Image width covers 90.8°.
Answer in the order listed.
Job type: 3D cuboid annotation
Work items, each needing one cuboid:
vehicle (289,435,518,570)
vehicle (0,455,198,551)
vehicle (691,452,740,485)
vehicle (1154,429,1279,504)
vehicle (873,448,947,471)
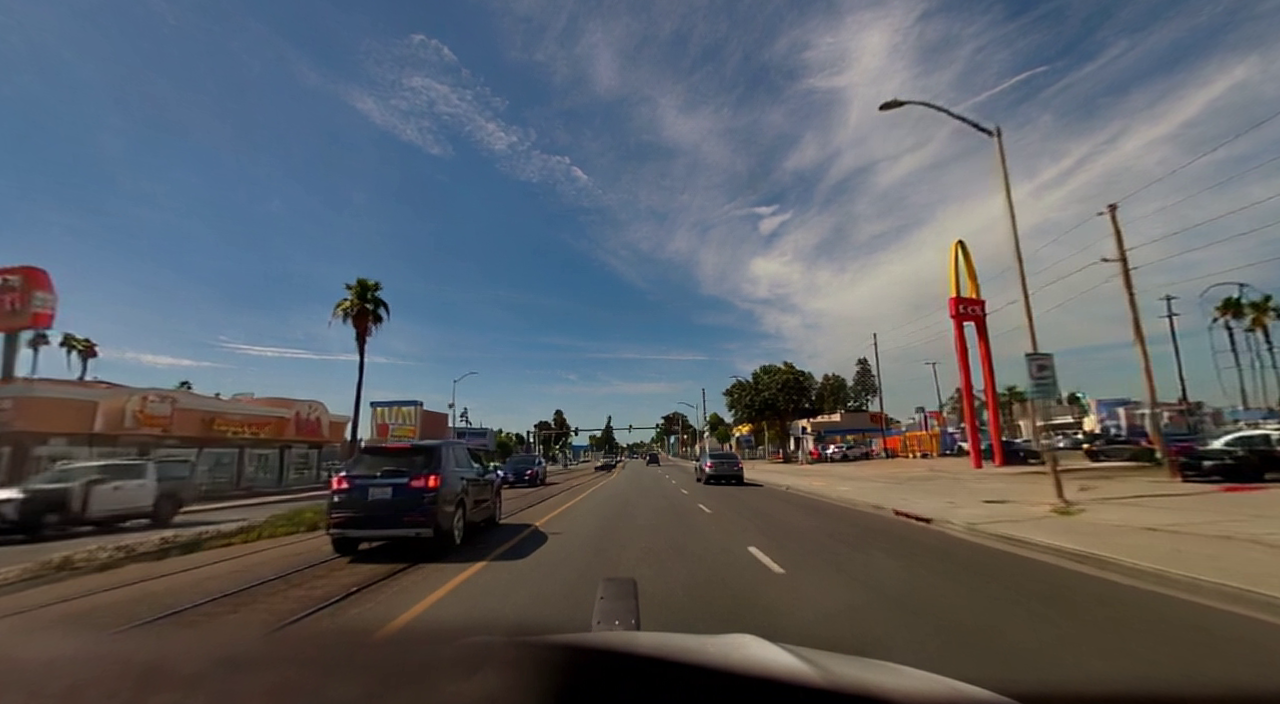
[{"bbox_3d":[-3.147,2.072,9.474,2.021,1.550,4.090,1,-9,-3],"label":"vehicle"},{"bbox_3d":[-11.373,2.842,12.489,1.940,1.550,4.525,-1,-10,1],"label":"vehicle"},{"bbox_3d":[3.662,5.715,31.207,1.889,1.448,4.262,0,-9,0],"label":"vehicle"},{"bbox_3d":[15.454,2.727,15.212,4.298,1.646,1.999,0,-9,1],"label":"vehicle"},{"bbox_3d":[18.192,7.197,42.557,4.750,1.478,1.998,5,-10,-29],"label":"vehicle"}]
